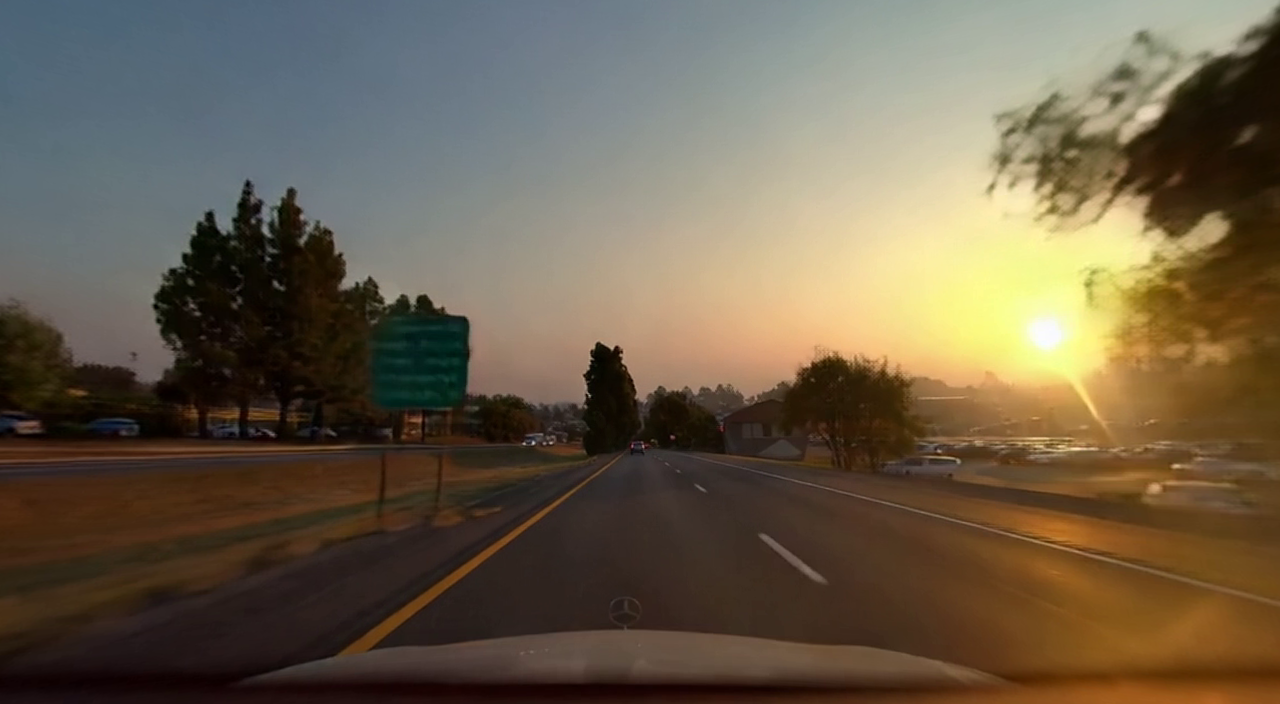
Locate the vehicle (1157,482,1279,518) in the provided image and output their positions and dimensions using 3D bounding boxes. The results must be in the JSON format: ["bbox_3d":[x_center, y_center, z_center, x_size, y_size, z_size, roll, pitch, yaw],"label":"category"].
[{"bbox_3d":[28.956,7.311,31.336,4.599,1.466,1.982,-4,-9,27],"label":"vehicle"}]

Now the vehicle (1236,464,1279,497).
[{"bbox_3d":[41.480,8.454,41.892,5.153,1.909,2.163,7,-12,-42],"label":"vehicle"}]
